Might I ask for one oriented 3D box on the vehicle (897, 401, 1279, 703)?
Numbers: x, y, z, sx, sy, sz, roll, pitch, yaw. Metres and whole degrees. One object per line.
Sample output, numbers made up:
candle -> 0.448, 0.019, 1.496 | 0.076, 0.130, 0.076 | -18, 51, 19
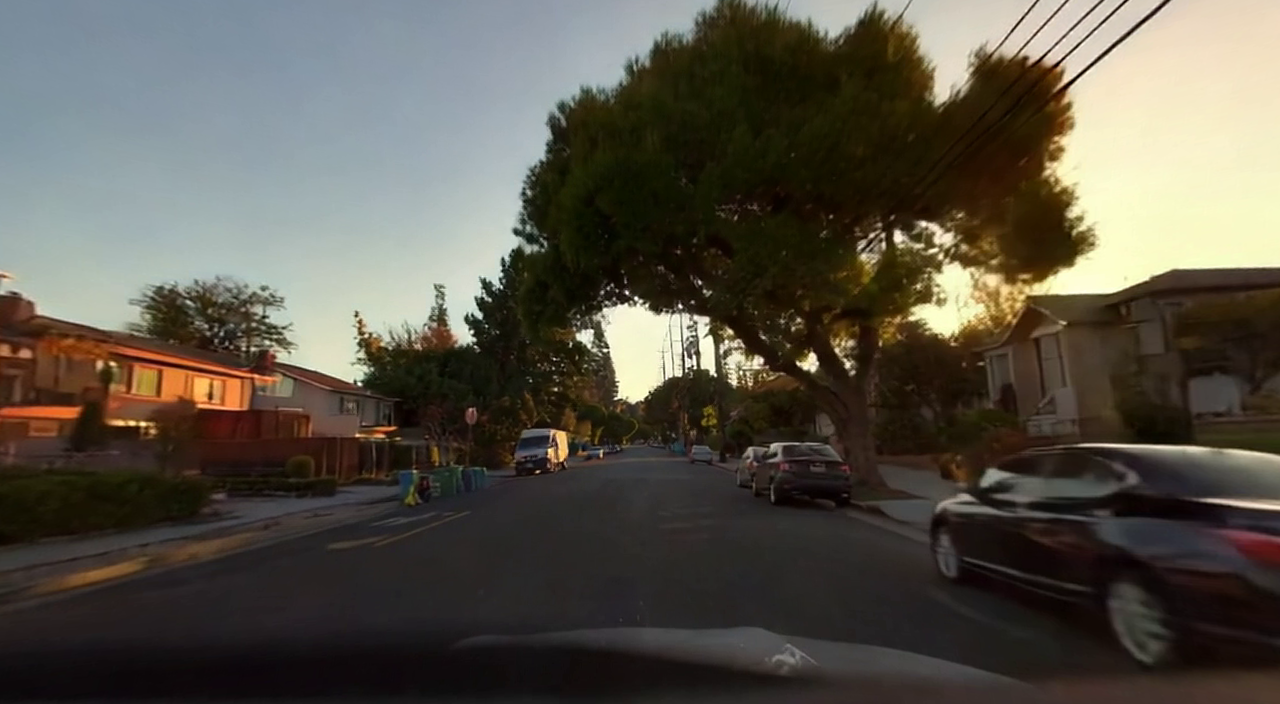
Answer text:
vehicle -> 3.569, 1.246, 4.525 | 1.903, 1.500, 4.057 | 0, -9, 3

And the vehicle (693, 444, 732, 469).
vehicle -> 4.806, 6.981, 42.323 | 2.016, 1.544, 4.645 | 0, -9, 0

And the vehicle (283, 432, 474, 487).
vehicle -> -10.350, 4.319, 25.501 | 6.540, 2.079, 2.565 | 0, -9, 2

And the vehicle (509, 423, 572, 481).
vehicle -> -5.528, 5.625, 35.897 | 2.313, 2.875, 6.057 | -4, -8, 2

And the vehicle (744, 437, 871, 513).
vehicle -> 3.826, 2.882, 15.384 | 1.970, 1.530, 4.899 | 0, -9, 3

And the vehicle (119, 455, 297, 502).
vehicle -> -14.572, 4.260, 21.521 | 4.565, 1.489, 1.950 | 0, -9, -1
